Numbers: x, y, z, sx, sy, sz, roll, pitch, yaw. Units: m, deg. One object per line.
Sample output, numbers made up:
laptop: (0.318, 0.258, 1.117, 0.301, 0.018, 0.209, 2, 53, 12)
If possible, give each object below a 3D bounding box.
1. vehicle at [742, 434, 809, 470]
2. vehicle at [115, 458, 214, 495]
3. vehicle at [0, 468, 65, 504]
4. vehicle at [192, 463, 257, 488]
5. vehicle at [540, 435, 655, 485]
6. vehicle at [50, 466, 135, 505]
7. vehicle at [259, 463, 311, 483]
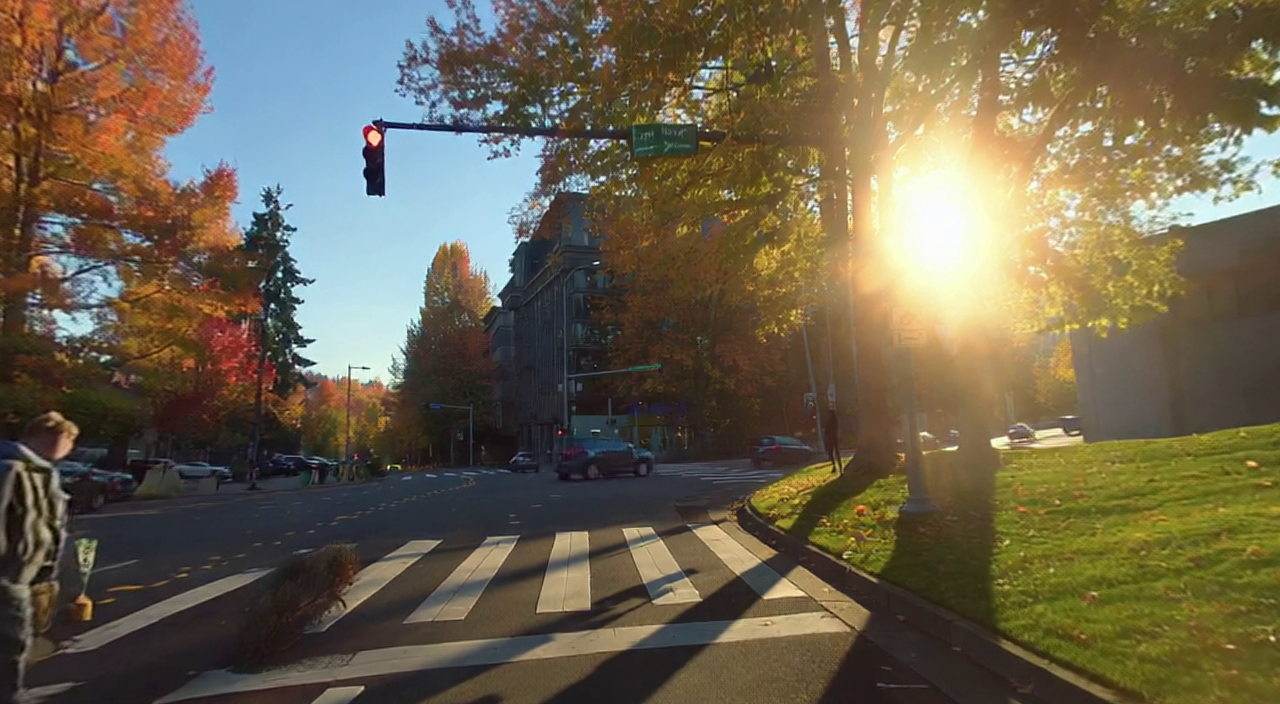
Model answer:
vehicle: (7.821, 5.736, 35.945, 1.942, 1.920, 4.263, -8, -11, 39)
vehicle: (-27.817, 7.268, 36.911, 2.064, 1.913, 5.081, 0, -9, -4)
vehicle: (-30.319, 6.453, 30.350, 1.800, 1.520, 3.968, 2, -9, -14)
vehicle: (-28.522, 8.476, 43.178, 1.768, 1.465, 3.972, 0, -9, -1)
vehicle: (-1.636, 4.388, 25.832, 2.036, 1.849, 4.811, -7, -11, 37)
vehicle: (-25.414, 6.157, 29.264, 1.694, 1.528, 4.225, 3, -9, -23)
vehicle: (-28.119, 9.586, 49.753, 1.776, 1.452, 3.920, 0, -9, 0)
